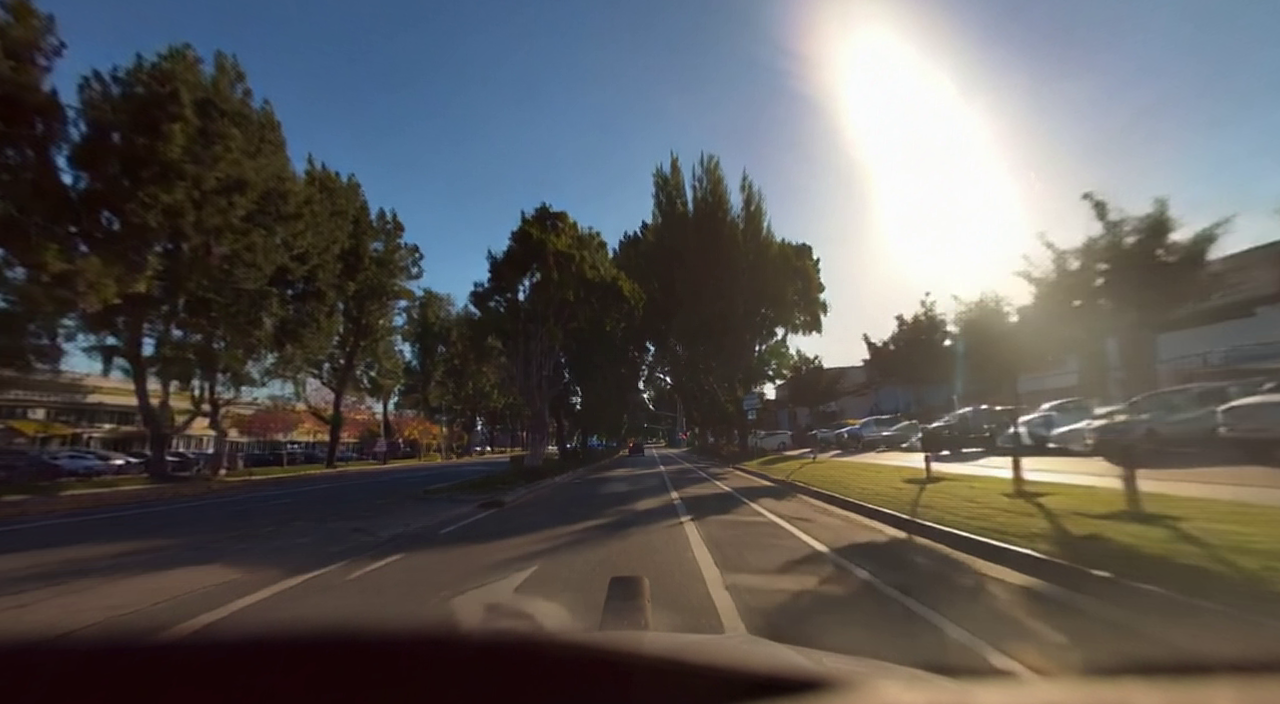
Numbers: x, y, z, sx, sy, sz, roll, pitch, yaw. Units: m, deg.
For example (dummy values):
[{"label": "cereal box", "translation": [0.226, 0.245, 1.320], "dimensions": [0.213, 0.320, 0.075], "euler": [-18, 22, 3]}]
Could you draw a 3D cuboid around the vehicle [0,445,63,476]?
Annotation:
[{"label": "vehicle", "translation": [-44.223, 7.671, 44.744], "dimensions": [4.149, 2.160, 2.240], "euler": [0, -8, -2]}]

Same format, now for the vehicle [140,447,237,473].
[{"label": "vehicle", "translation": [-31.372, 7.492, 43.898], "dimensions": [5.115, 1.744, 2.000], "euler": [0, -8, -3]}]

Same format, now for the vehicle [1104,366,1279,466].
[{"label": "vehicle", "translation": [12.818, 1.238, 12.888], "dimensions": [4.713, 1.767, 2.268], "euler": [-4, -7, 2]}]
